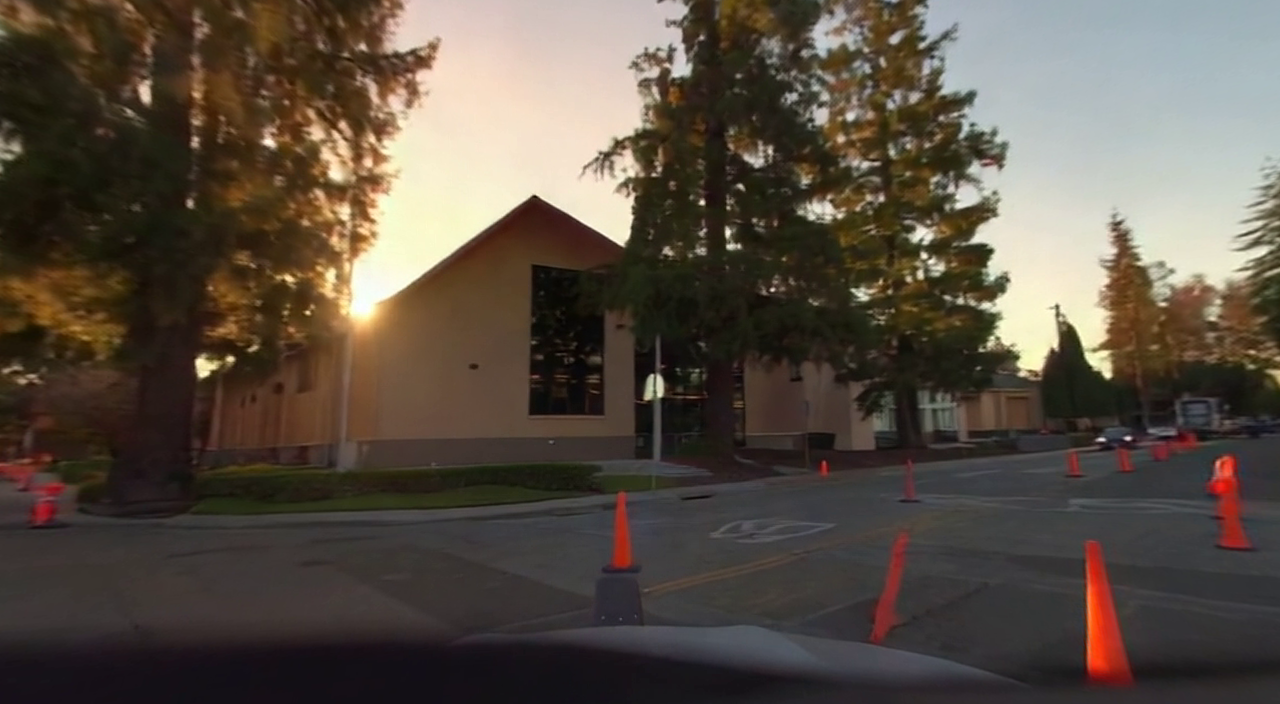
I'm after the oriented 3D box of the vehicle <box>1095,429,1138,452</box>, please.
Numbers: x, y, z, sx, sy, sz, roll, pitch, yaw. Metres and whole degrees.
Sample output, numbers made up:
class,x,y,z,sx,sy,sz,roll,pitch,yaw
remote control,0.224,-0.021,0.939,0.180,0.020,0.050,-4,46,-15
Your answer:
class,x,y,z,sx,sy,sz,roll,pitch,yaw
vehicle,35.409,6.524,46.871,1.955,1.479,4.100,-7,-8,44

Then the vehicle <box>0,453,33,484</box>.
class,x,y,z,sx,sy,sz,roll,pitch,yaw
vehicle,-38.137,6.946,37.981,2.110,1.733,4.028,8,-12,-44
